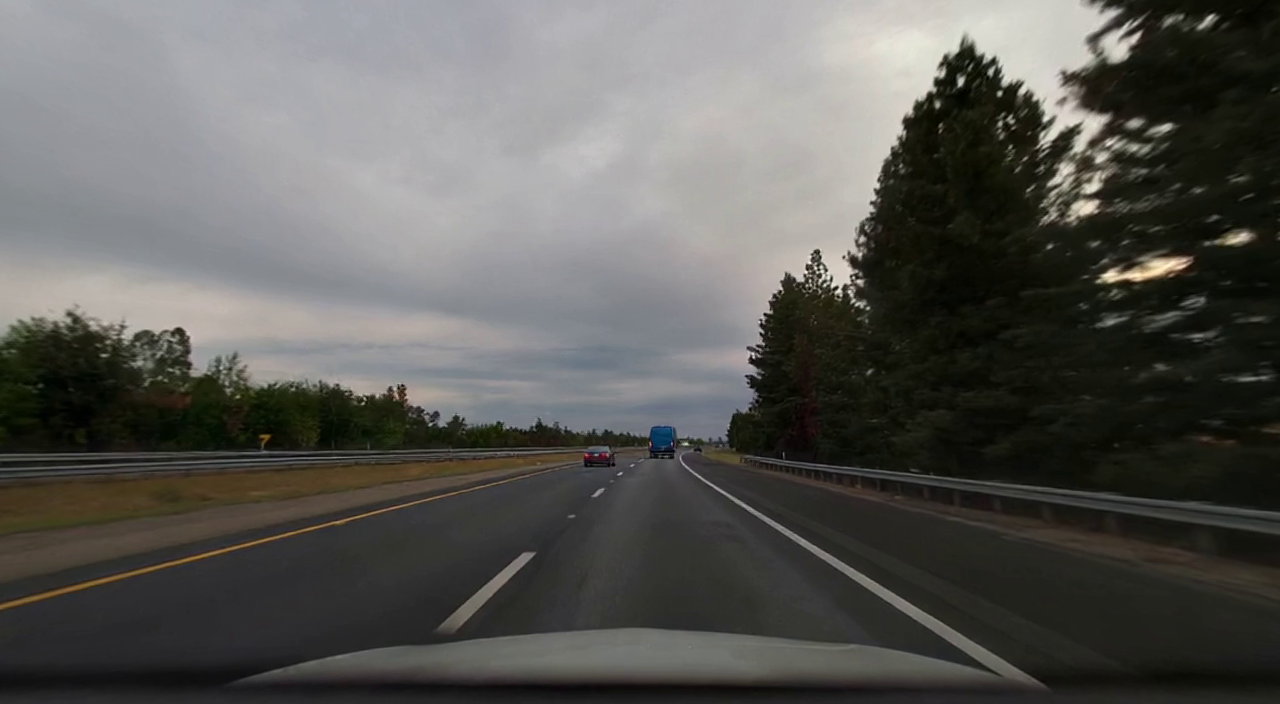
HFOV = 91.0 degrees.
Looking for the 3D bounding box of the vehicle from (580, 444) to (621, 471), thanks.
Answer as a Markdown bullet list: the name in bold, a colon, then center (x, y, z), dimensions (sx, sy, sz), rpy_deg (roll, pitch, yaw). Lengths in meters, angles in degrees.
- **vehicle**: center (-2.386, 6.496, 38.871), dimensions (2.199, 1.555, 4.451), rpy_deg (0, -9, 0)
